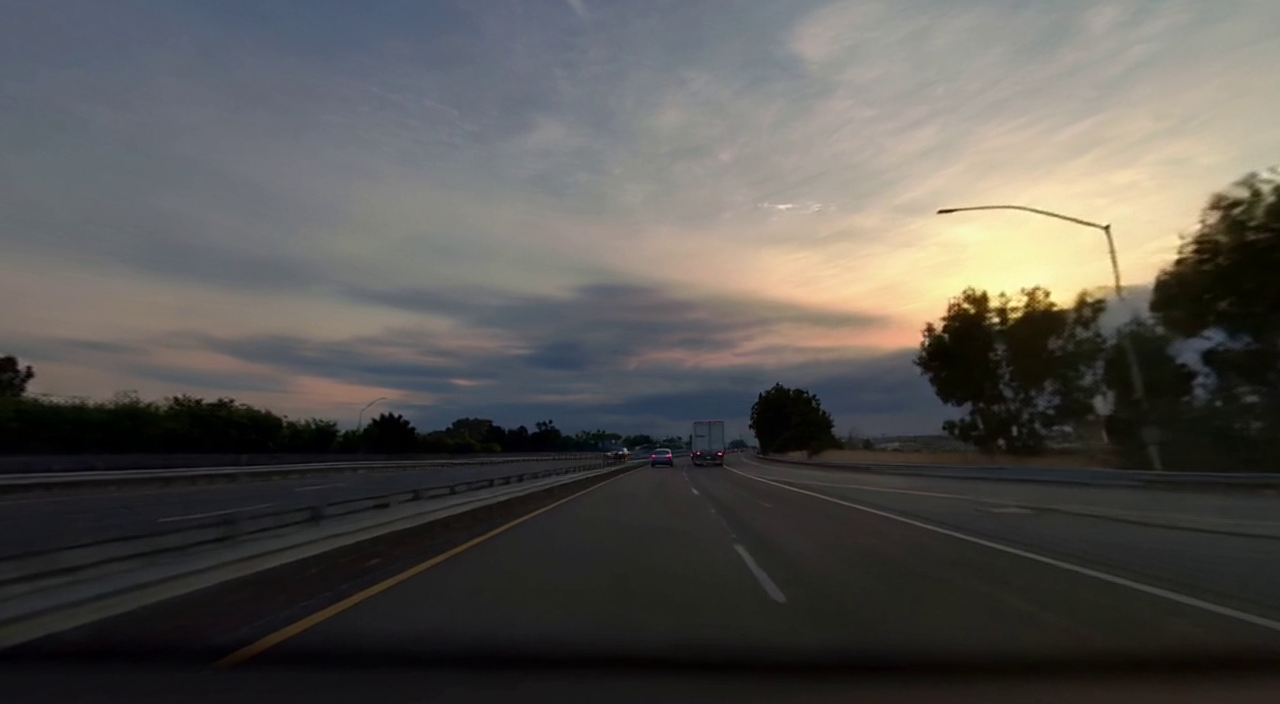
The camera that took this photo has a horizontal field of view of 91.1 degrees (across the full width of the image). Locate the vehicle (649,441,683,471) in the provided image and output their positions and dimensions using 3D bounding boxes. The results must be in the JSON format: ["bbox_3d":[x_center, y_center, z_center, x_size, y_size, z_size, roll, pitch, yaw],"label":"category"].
[{"bbox_3d":[2.017,7.806,47.378,2.271,2.049,4.894,-1,-9,5],"label":"vehicle"}]
